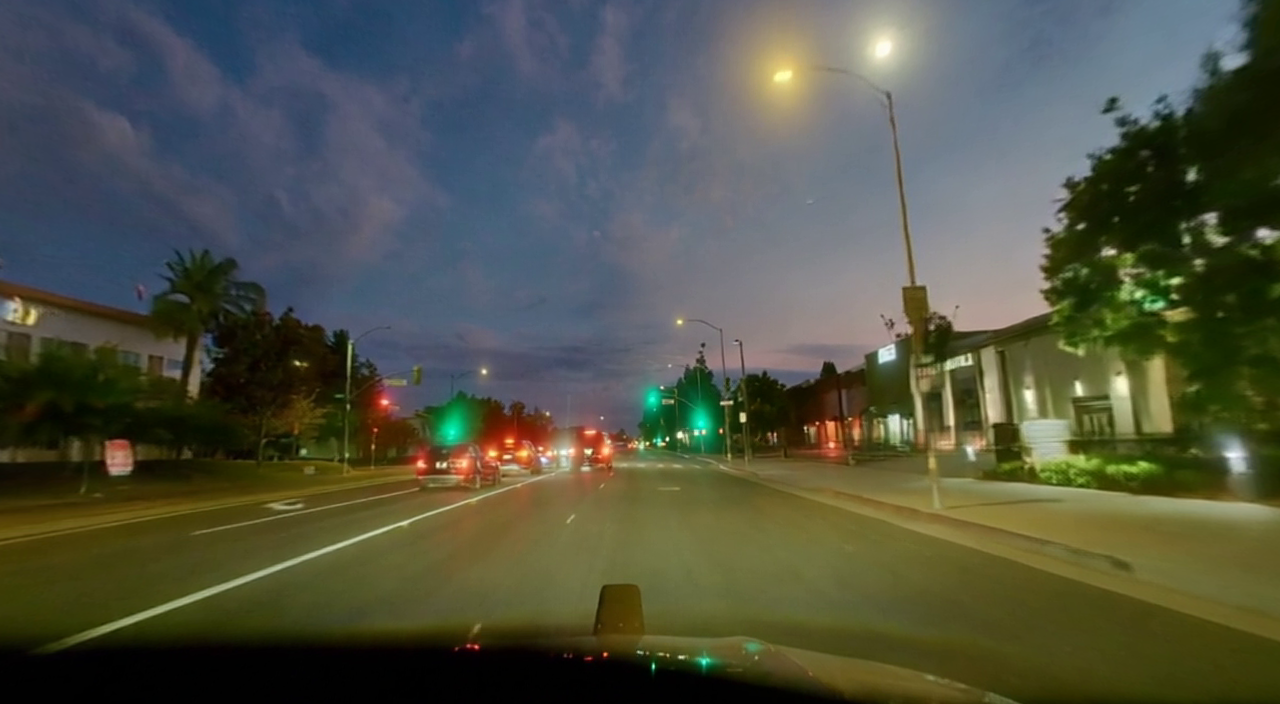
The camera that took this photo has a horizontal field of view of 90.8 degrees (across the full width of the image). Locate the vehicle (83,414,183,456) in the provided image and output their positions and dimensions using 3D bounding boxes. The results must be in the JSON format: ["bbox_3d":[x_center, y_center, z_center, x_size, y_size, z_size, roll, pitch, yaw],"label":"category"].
[{"bbox_3d":[-25.720,4.248,32.116,3.572,2.012,1.872,-2,-8,7],"label":"vehicle"}]

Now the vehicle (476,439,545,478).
[{"bbox_3d":[-5.936,4.932,29.577,2.228,1.652,4.593,0,-8,0],"label":"vehicle"}]

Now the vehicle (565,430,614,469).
[{"bbox_3d":[-2.948,5.841,38.060,2.496,2.155,5.468,0,-8,0],"label":"vehicle"}]

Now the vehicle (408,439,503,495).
[{"bbox_3d":[-5.693,3.570,19.977,1.889,1.572,3.599,0,-8,0],"label":"vehicle"}]
